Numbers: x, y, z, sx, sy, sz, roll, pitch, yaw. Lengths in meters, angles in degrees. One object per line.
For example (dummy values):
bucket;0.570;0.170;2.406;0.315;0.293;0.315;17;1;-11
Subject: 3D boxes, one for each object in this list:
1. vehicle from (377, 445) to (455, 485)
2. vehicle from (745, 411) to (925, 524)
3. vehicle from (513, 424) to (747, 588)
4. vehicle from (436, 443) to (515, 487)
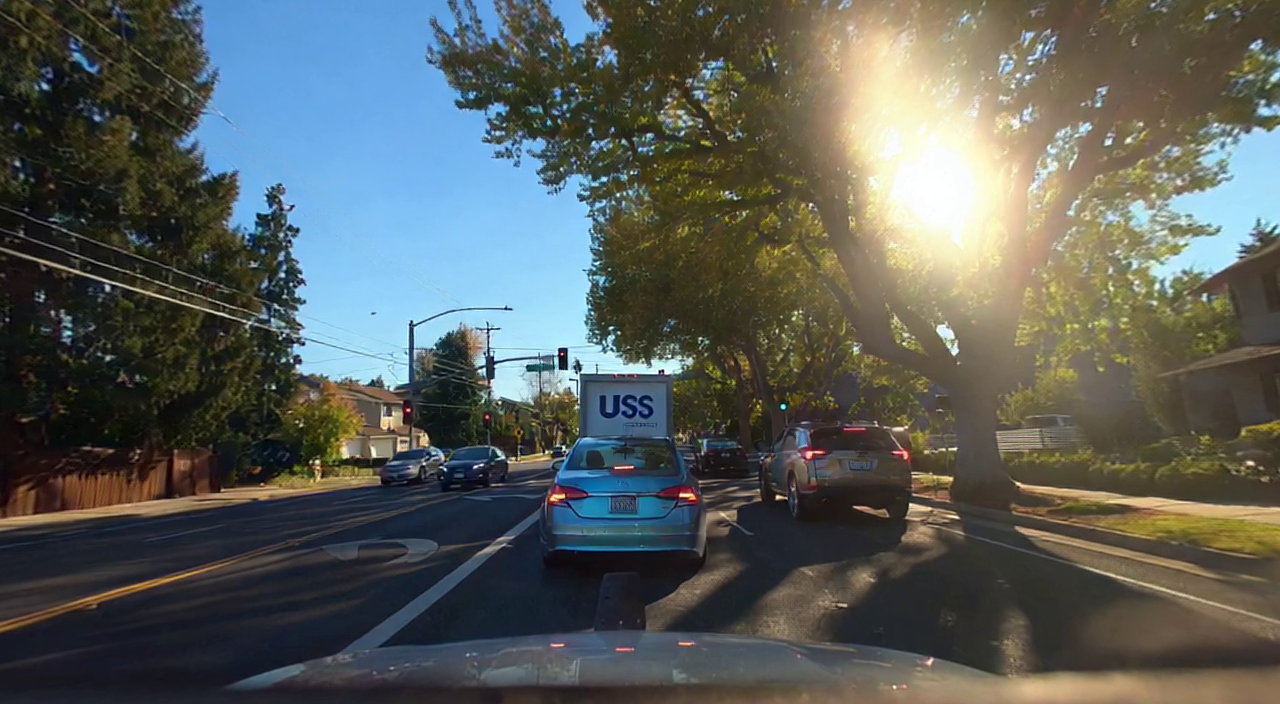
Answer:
vehicle;-9.935;5.012;28.426;1.955;1.658;4.490;0;-8;-1
vehicle;3.597;2.240;12.758;2.145;1.847;4.524;0;-8;0
vehicle;-0.146;1.720;7.945;2.135;1.483;4.207;0;-8;-2
vehicle;-6.227;4.296;24.488;1.800;1.520;4.691;0;-8;0
